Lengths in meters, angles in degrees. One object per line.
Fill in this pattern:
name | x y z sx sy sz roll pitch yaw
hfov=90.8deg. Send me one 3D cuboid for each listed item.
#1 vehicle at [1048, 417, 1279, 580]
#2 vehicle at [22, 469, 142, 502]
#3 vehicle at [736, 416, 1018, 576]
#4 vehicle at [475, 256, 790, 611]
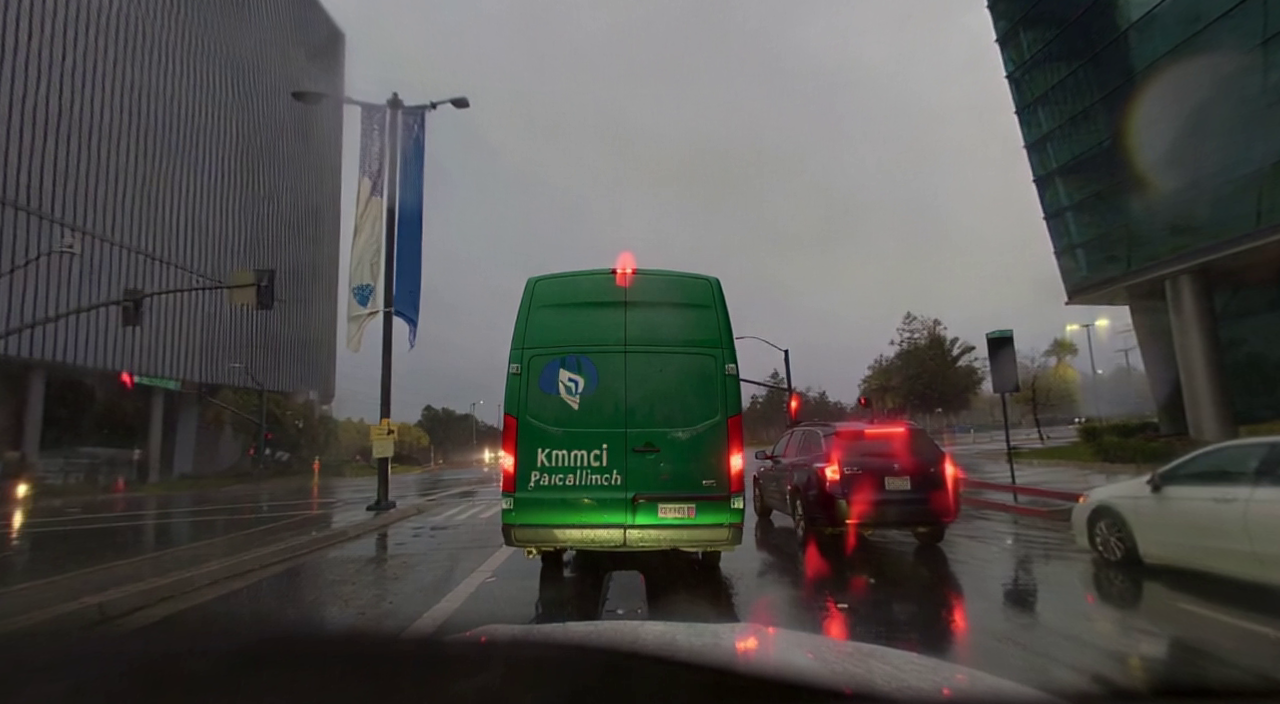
vehicle | 7.522 1.586 7.010 1.963 1.669 4.678 3 -9 -20
vehicle | -31.132 7.432 35.365 4.806 1.652 1.869 0 -8 -2
vehicle | 2.875 1.866 9.043 2.183 1.676 4.506 0 -8 -1
vehicle | -0.038 1.183 9.084 2.613 3.035 7.342 0 -8 0
